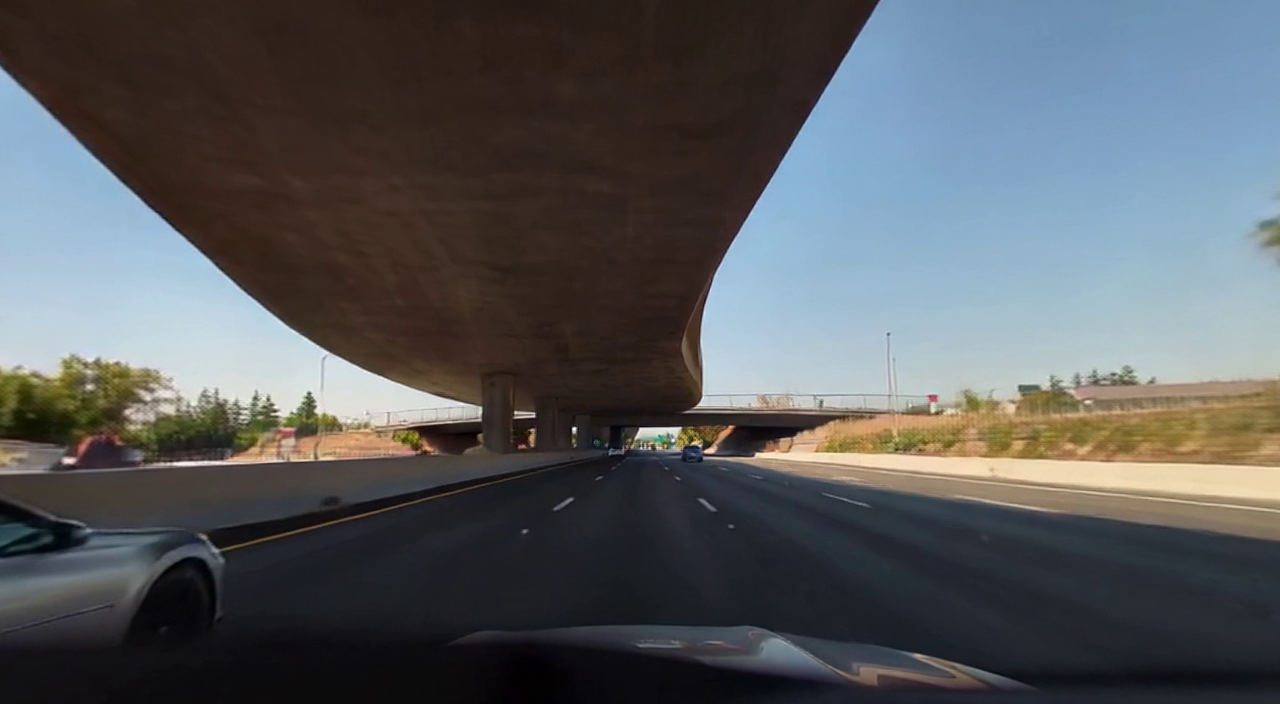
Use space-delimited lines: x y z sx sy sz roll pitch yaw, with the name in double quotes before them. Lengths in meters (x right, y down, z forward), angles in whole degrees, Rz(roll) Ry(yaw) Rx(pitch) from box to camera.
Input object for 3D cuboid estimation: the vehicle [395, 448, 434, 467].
"vehicle" -17.653 8.244 49.468 1.652 1.388 3.530 -1 -9 2
